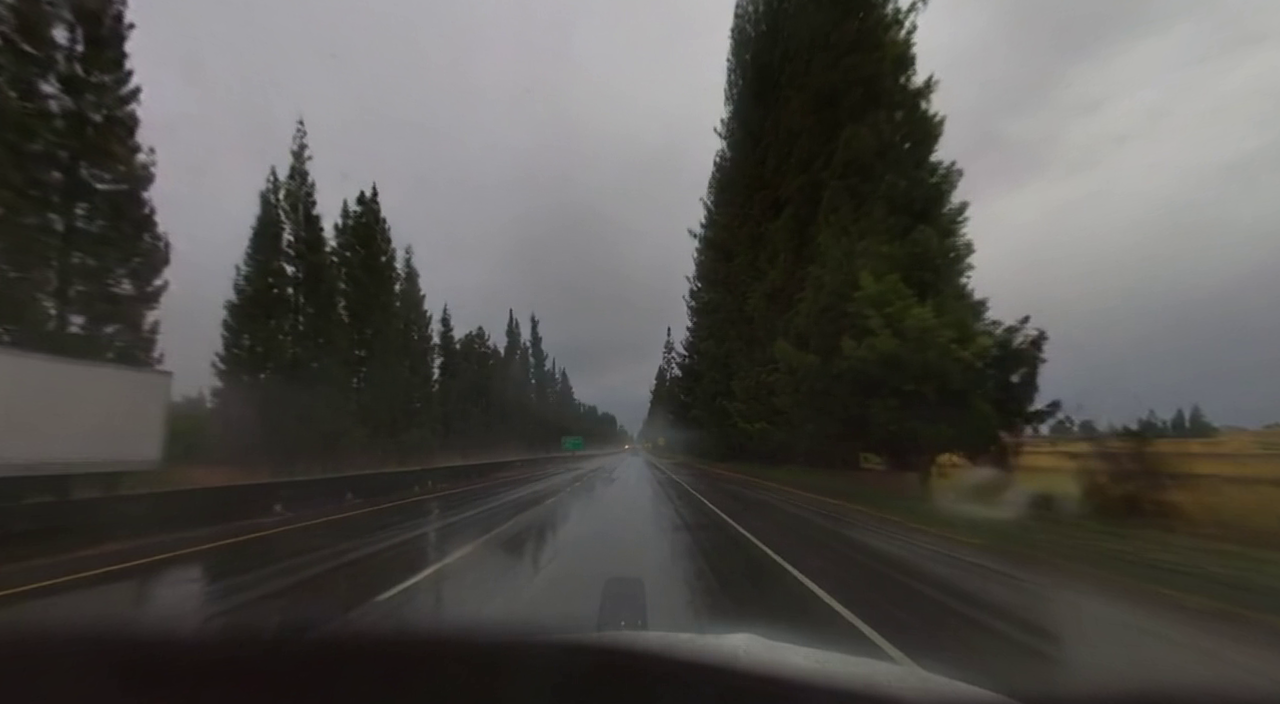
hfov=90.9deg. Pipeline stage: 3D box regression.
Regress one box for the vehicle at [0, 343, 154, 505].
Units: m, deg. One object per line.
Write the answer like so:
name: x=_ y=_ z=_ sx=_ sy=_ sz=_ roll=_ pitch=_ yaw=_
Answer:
vehicle: x=-17.241 y=1.390 z=13.000 sx=2.986 sy=3.958 sz=14.432 roll=0 pitch=-9 yaw=0
